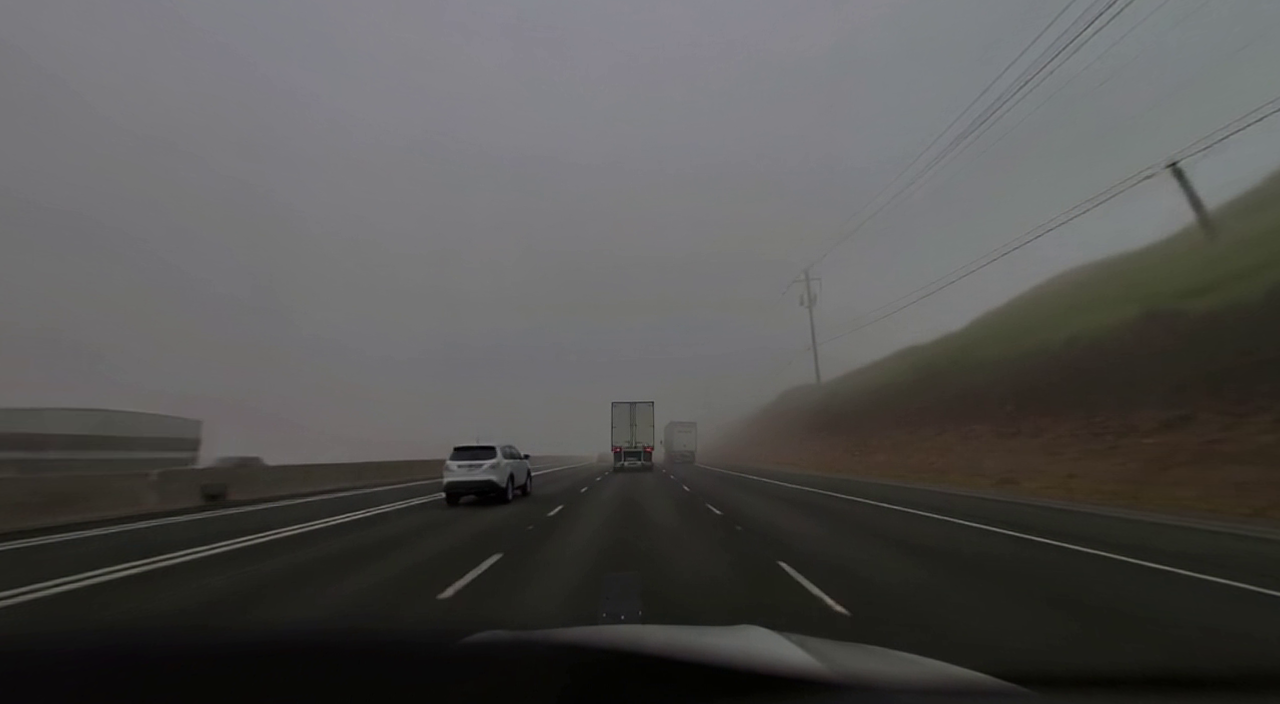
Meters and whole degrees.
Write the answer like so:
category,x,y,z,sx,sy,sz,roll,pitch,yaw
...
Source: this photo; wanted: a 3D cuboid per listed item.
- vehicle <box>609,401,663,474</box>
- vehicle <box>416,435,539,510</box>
category,x,y,z,sx,sy,sz,roll,pitch,yaw
vehicle,-0.229,5.526,40.189,2.985,4.025,10.982,0,-9,0
vehicle,-4.015,3.052,16.458,2.050,1.679,4.253,0,-9,0
